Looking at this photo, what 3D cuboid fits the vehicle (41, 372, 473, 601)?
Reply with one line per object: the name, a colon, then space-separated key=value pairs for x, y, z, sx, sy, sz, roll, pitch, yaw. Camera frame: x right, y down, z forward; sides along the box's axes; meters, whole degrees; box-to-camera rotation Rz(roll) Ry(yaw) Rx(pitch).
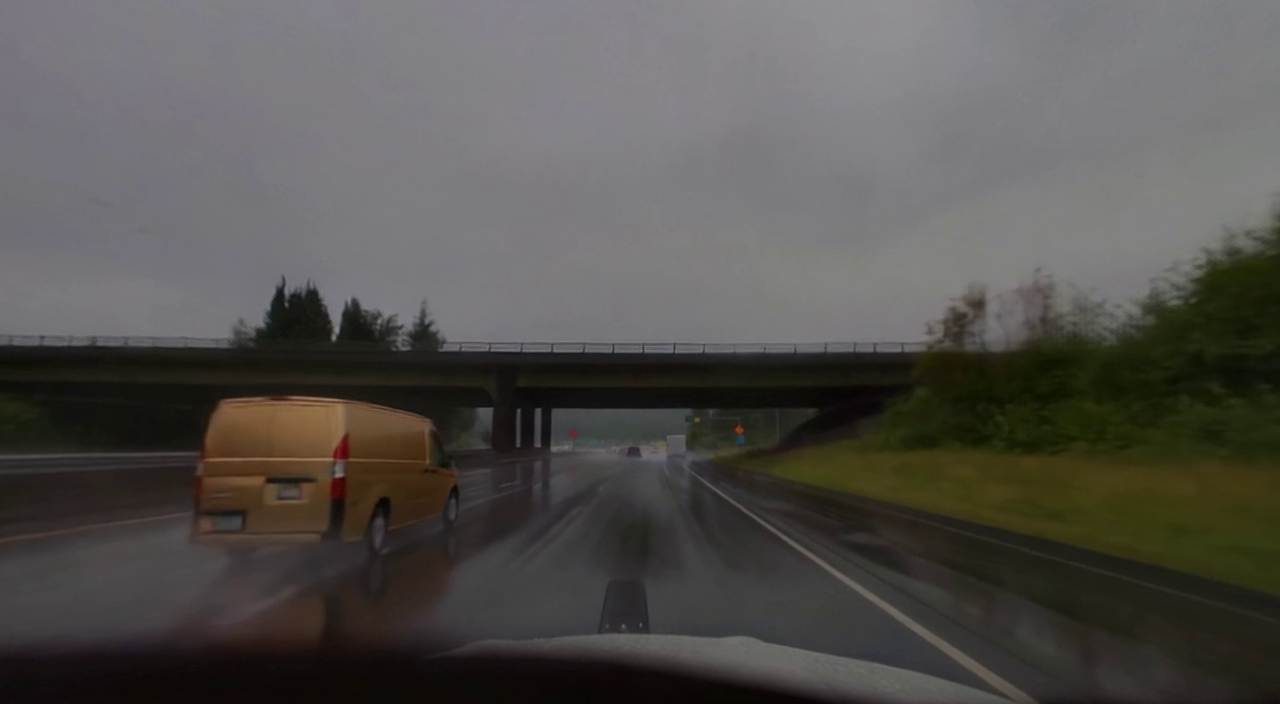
vehicle: x=-3.921 y=1.531 z=7.919 sx=2.167 sy=1.929 sz=5.037 roll=0 pitch=-9 yaw=1
